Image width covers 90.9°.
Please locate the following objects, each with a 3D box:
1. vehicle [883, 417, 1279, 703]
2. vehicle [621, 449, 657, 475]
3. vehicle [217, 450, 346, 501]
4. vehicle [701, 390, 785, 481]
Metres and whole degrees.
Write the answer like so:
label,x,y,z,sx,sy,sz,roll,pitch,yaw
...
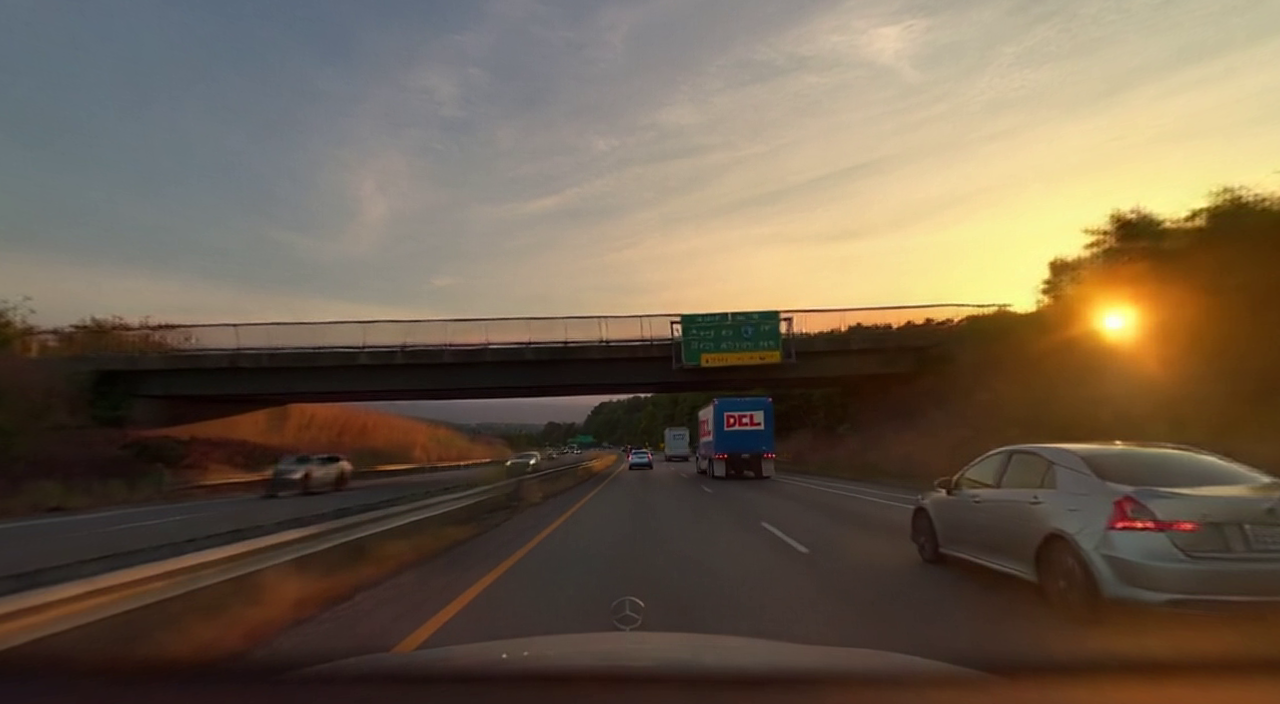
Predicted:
label,x,y,z,sx,sy,sz,roll,pitch,yaw
vehicle,3.741,1.358,5.082,1.894,1.452,4.164,0,-9,0
vehicle,-0.052,6.706,38.640,2.055,1.445,3.661,0,-9,0
vehicle,-13.074,4.497,23.417,2.029,1.656,4.587,-1,-9,1
vehicle,4.947,4.322,32.121,2.838,3.985,8.010,0,-9,0
